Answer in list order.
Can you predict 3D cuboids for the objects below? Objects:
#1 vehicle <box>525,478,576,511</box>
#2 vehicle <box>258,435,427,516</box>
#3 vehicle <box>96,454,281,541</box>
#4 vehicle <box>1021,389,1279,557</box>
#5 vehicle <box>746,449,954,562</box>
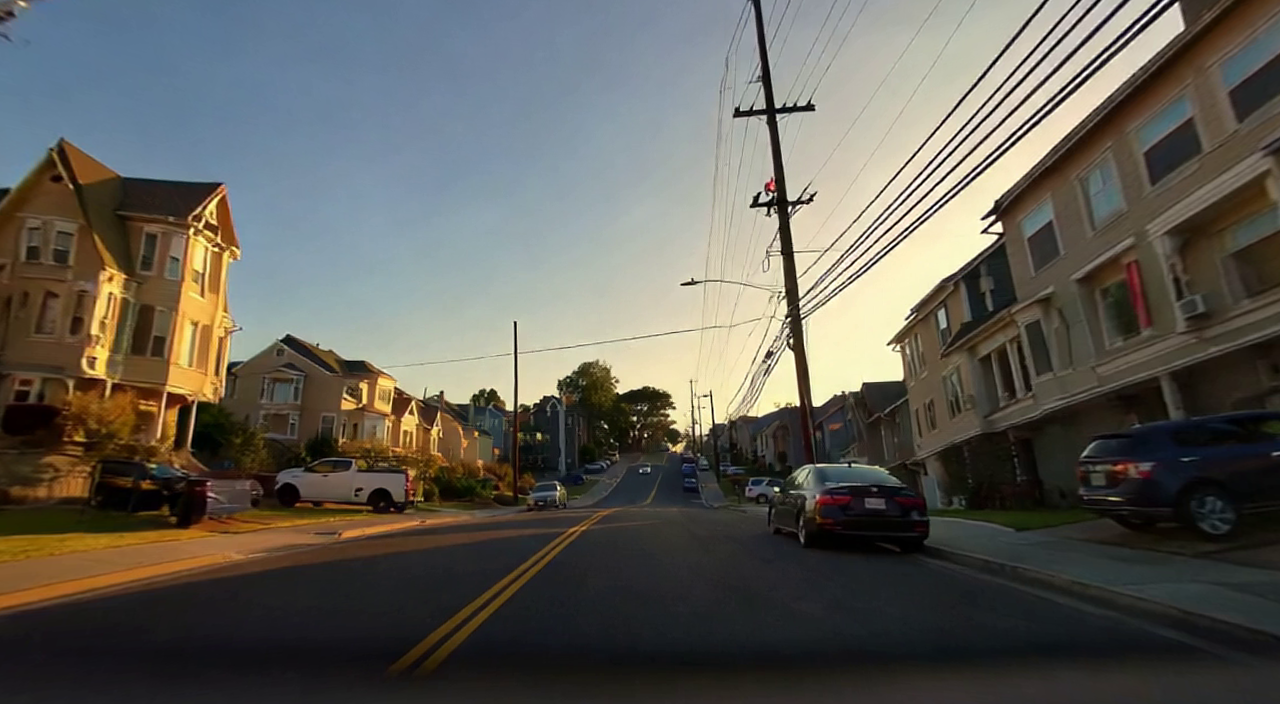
[{"bbox_3d":[-5.331,8.595,38.147,2.156,1.764,4.410,-3,-12,4],"label":"vehicle"},{"bbox_3d":[-12.041,5.134,25.931,5.503,2.906,2.584,-2,-15,2],"label":"vehicle"},{"bbox_3d":[-11.395,3.507,15.838,4.526,1.806,2.043,-5,-10,31],"label":"vehicle"},{"bbox_3d":[8.513,1.570,8.724,4.964,1.878,1.979,-4,-13,-1],"label":"vehicle"},{"bbox_3d":[3.203,2.510,10.727,1.945,1.500,4.363,0,-11,-1],"label":"vehicle"}]
